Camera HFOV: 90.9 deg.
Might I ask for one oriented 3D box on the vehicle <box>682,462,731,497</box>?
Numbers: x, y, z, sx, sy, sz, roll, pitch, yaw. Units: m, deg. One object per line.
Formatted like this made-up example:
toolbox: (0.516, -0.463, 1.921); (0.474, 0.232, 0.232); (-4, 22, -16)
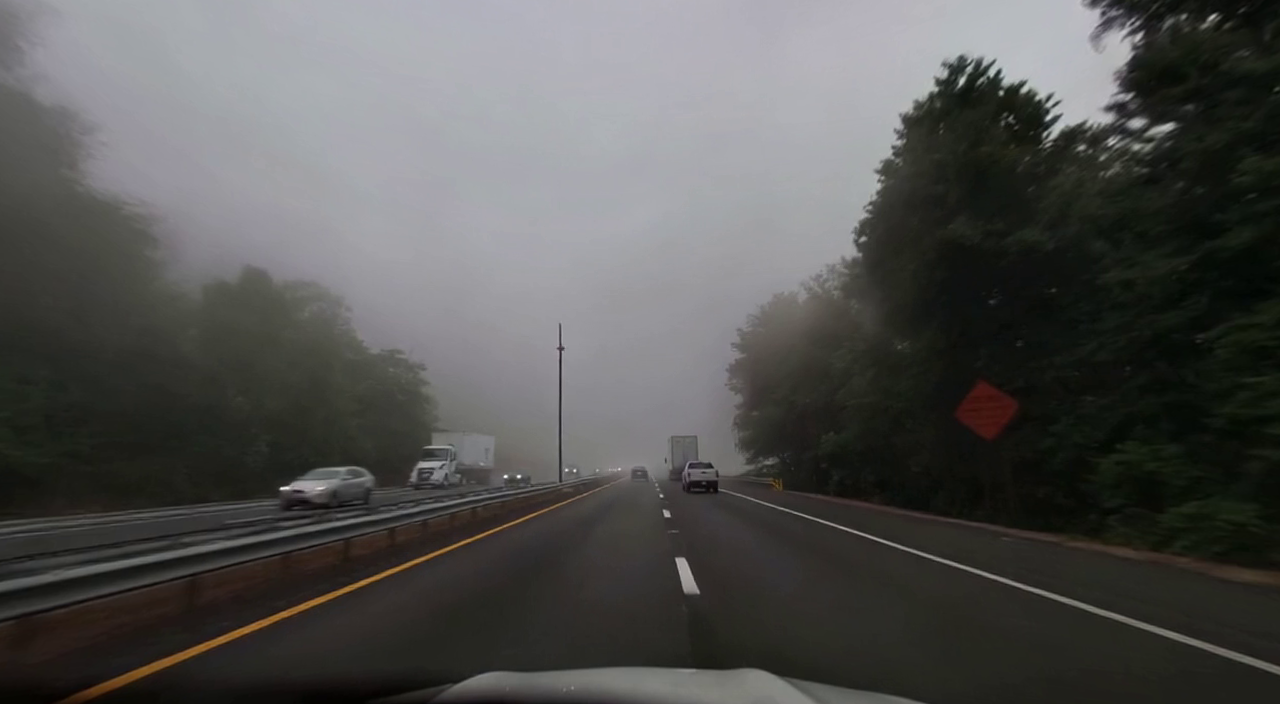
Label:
vehicle: (3.366, 6.584, 32.774); (2.124, 1.662, 4.641); (1, -10, 1)

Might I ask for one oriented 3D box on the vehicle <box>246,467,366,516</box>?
vehicle: (-10.767, 4.510, 20.664); (1.830, 1.411, 3.720); (1, -10, 1)

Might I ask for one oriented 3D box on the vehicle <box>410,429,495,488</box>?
vehicle: (-13.976, 8.219, 48.109); (2.926, 3.944, 10.427); (0, -10, 2)

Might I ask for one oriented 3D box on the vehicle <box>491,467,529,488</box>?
vehicle: (-9.578, 9.264, 46.768); (1.881, 1.438, 3.903); (0, -10, 2)
